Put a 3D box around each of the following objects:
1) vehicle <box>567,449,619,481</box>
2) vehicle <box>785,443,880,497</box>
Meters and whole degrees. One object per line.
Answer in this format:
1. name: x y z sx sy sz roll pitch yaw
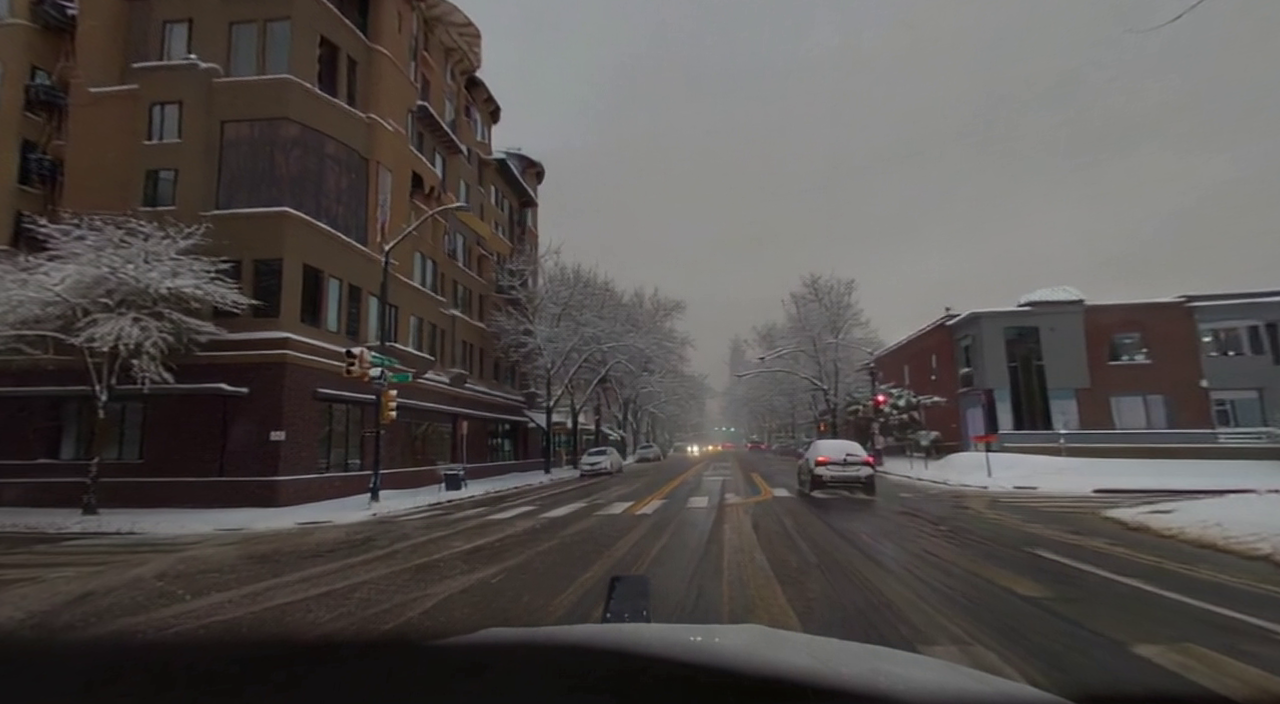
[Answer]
1. vehicle: -2.505 6.176 34.883 2.127 1.533 4.547 -1 -8 5
2. vehicle: 5.788 3.570 19.500 2.014 1.474 4.090 -1 -8 6
